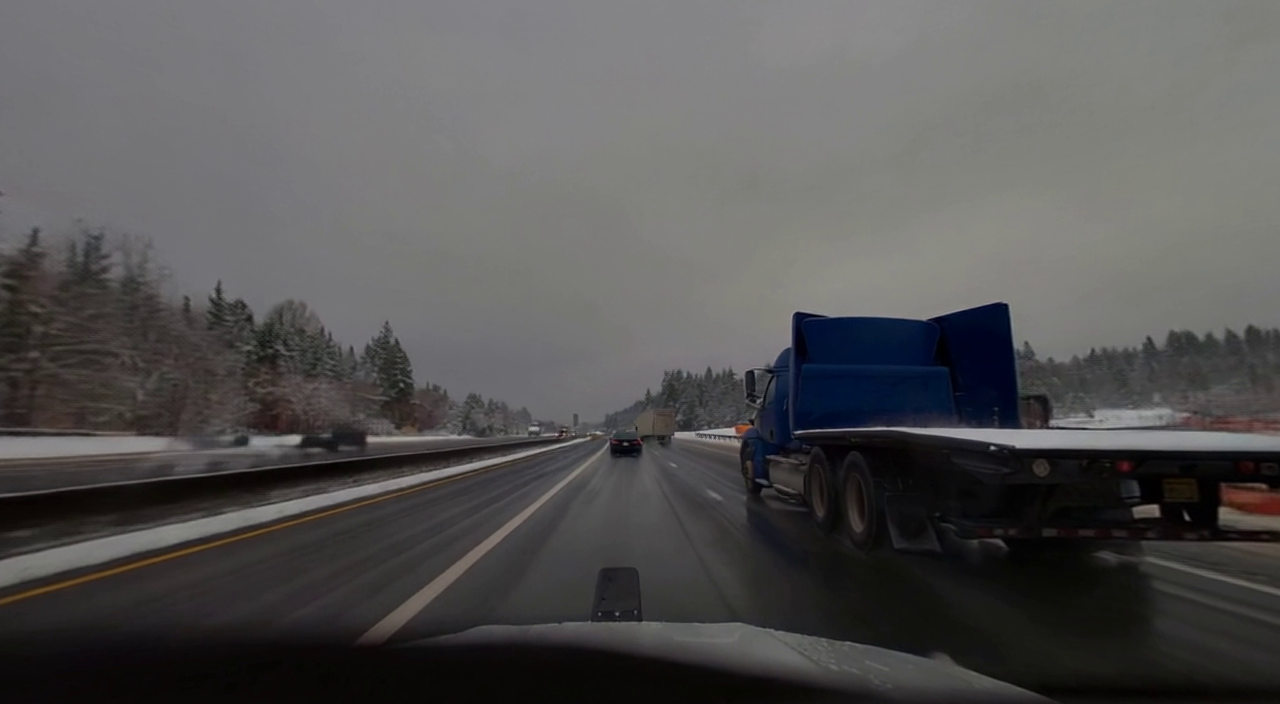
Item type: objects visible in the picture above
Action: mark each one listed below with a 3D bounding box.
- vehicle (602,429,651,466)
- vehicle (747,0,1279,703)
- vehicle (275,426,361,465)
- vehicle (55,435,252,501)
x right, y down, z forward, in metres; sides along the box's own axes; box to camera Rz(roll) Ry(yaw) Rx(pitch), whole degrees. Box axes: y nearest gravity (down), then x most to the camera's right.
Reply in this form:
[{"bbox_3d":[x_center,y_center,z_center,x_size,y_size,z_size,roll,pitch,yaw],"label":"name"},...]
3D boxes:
[{"bbox_3d":[-0.571,4.083,27.220,1.929,1.469,3.677,0,-8,-1],"label":"vehicle"},{"bbox_3d":[3.541,0.223,5.802,2.919,3.634,10.888,0,-8,-2],"label":"vehicle"},{"bbox_3d":[-15.367,4.481,30.345,1.926,1.703,4.276,0,-8,-1],"label":"vehicle"},{"bbox_3d":[-11.950,2.809,15.879,1.900,1.433,3.881,0,-8,-2],"label":"vehicle"}]
